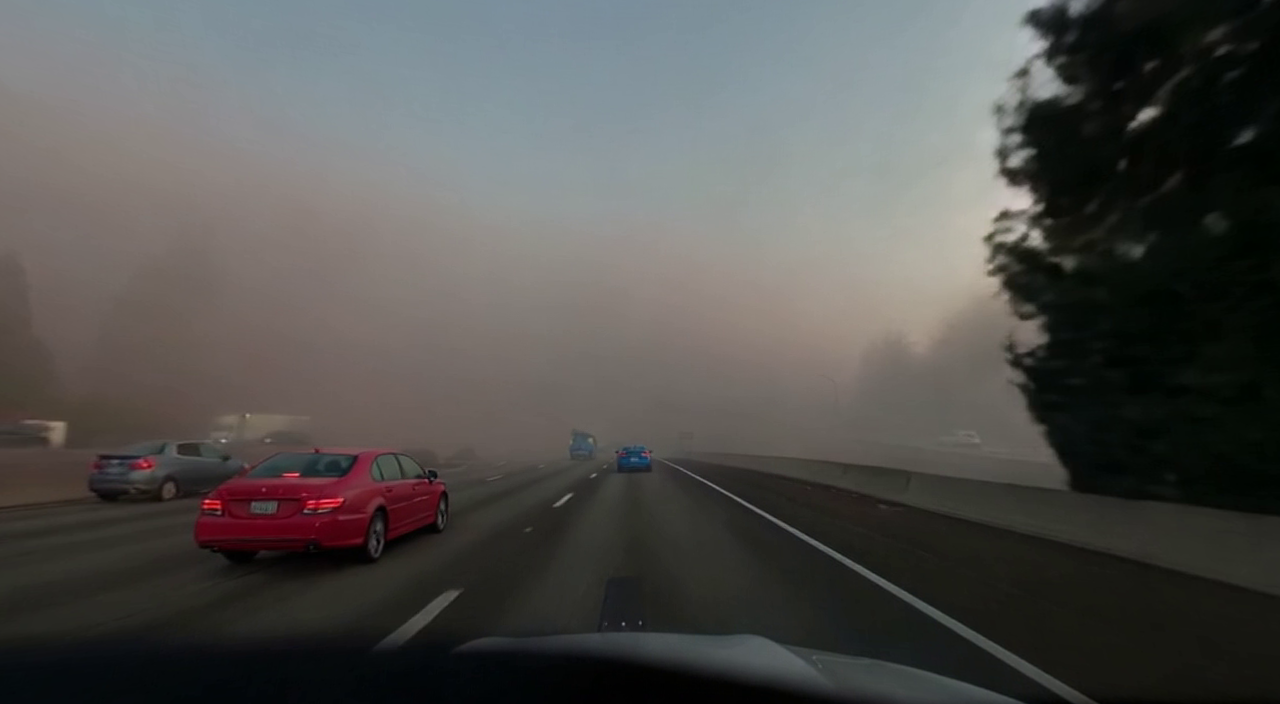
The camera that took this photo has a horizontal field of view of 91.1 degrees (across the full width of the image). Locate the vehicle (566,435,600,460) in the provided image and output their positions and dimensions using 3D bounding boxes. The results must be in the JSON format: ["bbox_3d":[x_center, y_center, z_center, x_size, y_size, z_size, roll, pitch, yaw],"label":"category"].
[{"bbox_3d":[-4.131,7.066,46.489,2.174,1.806,3.932,0,-8,0],"label":"vehicle"}]

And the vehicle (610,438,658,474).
[{"bbox_3d":[-0.276,4.492,27.374,1.954,1.460,3.983,0,-8,-1],"label":"vehicle"}]

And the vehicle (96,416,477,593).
[{"bbox_3d":[-3.686,1.662,7.819,2.035,1.514,4.600,0,-8,0],"label":"vehicle"}]

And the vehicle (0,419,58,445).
[{"bbox_3d":[-38.047,4.828,37.816,1.754,1.494,4.634,0,-8,-4],"label":"vehicle"}]
